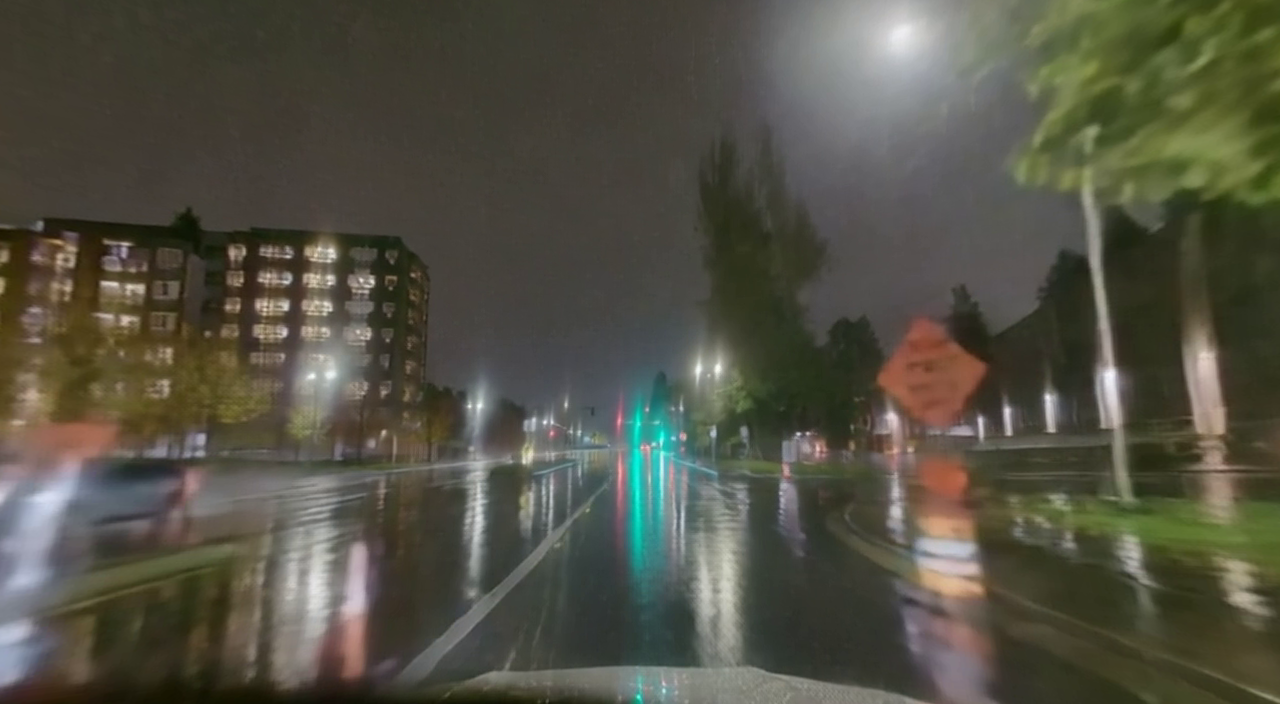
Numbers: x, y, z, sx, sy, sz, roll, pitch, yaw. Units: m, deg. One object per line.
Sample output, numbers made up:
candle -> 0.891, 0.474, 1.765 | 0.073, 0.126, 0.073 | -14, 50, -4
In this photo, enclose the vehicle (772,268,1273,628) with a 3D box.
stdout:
vehicle -> 3.247, 0.873, 6.438 | 2.849, 2.686, 3.176 | -1, -8, -4
